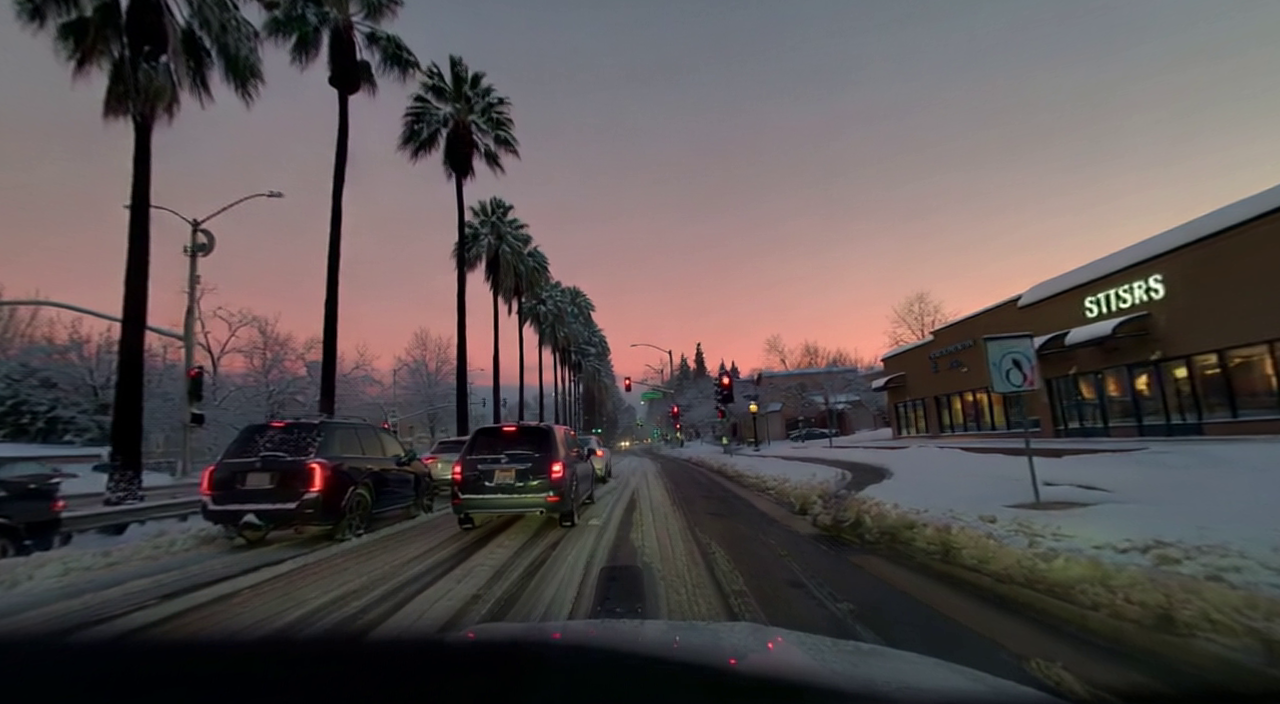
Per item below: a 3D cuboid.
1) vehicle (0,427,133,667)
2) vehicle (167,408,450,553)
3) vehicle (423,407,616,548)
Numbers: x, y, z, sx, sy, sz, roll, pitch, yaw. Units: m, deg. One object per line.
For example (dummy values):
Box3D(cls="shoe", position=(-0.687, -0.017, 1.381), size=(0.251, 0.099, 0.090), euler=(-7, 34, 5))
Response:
Box3D(cls="vehicle", position=(-5.189, 1.081, 2.775), size=(1.885, 1.567, 4.775), euler=(0, -9, 1))
Box3D(cls="vehicle", position=(-5.028, 2.026, 10.638), size=(2.025, 1.862, 4.804), euler=(0, -9, 2))
Box3D(cls="vehicle", position=(-1.600, 1.903, 10.173), size=(2.153, 1.759, 4.320), euler=(0, -9, 1))
